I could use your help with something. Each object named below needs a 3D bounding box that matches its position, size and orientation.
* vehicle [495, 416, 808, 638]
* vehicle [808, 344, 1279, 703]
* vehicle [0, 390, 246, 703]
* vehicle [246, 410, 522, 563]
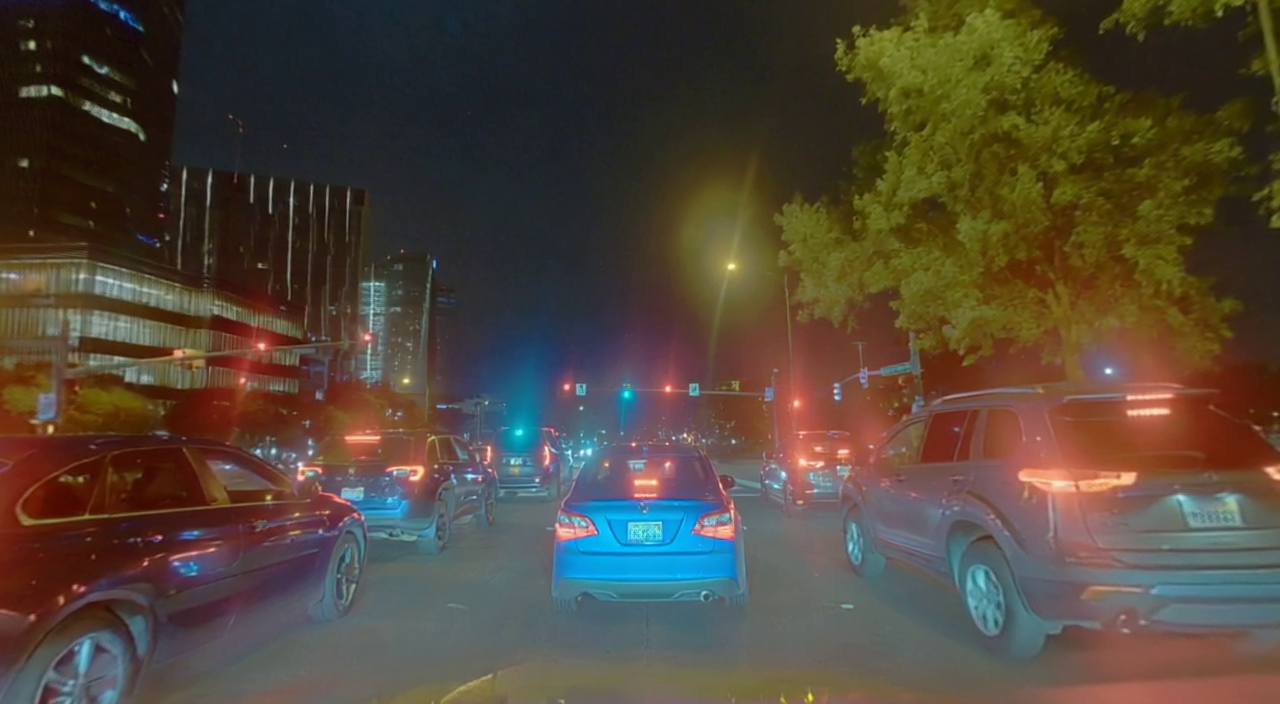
[{"bbox_3d":[0.082,1.506,6.389,2.147,1.507,3.953,0,-8,0],"label":"vehicle"},{"bbox_3d":[3.052,1.163,5.100,2.108,1.785,4.334,0,-9,-1],"label":"vehicle"},{"bbox_3d":[-3.397,0.751,1.242,2.144,1.505,4.635,-1,-9,2],"label":"vehicle"},{"bbox_3d":[-3.366,1.882,9.553,2.168,1.719,4.561,-1,-9,1],"label":"vehicle"}]
